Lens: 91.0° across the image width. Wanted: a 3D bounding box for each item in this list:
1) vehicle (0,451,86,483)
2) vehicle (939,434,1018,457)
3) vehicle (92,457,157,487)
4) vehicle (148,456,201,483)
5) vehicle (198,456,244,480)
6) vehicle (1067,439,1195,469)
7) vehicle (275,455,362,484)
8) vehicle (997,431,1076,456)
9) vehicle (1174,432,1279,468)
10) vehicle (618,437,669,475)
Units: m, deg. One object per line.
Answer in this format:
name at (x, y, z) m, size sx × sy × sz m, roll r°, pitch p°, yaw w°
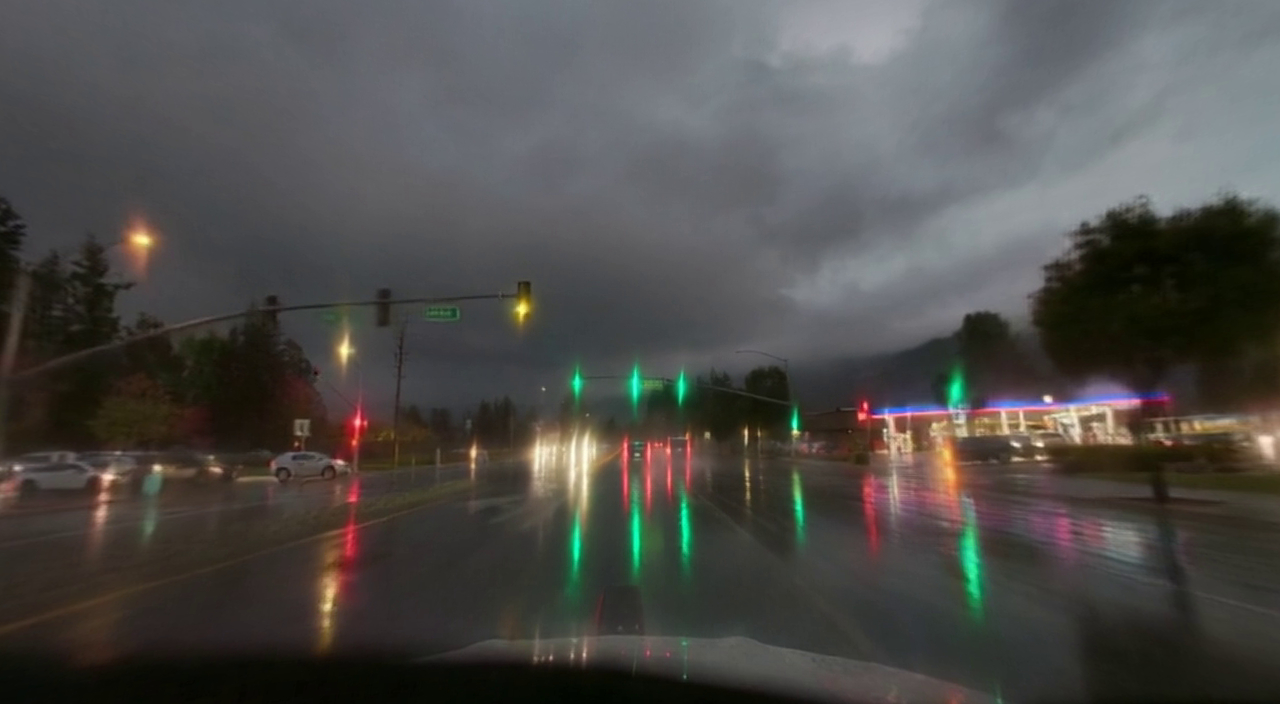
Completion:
vehicle at (-34.917, 6.524, 35.878) m, size 4.532 × 1.701 × 2.214 m, roll 0°, pitch -9°, yaw 2°
vehicle at (25.869, 7.158, 48.250) m, size 1.941 × 1.641 × 4.829 m, roll 7°, pitch -11°, yaw -39°
vehicle at (-28.614, 6.597, 34.873) m, size 4.436 × 1.464 × 1.999 m, roll -8°, pitch -11°, yaw 41°
vehicle at (-28.432, 7.126, 38.343) m, size 2.022 × 1.455 × 4.478 m, roll 8°, pitch -11°, yaw -42°
vehicle at (-28.199, 7.751, 42.308) m, size 1.953 × 1.415 × 4.553 m, roll 7°, pitch -11°, yaw -40°
vehicle at (24.842, 5.168, 31.971) m, size 4.788 × 1.481 × 1.959 m, roll 0°, pitch -9°, yaw 2°
vehicle at (-18.839, 6.870, 37.291) m, size 2.311 × 1.485 × 5.817 m, roll 0°, pitch -8°, yaw -2°
vehicle at (29.858, 6.920, 47.527) m, size 1.958 × 1.759 × 4.517 m, roll 7°, pitch -11°, yaw -39°
vehicle at (30.344, 4.969, 31.957) m, size 4.551 × 1.707 × 1.937 m, roll 0°, pitch -9°, yaw 3°
vehicle at (0.134, 4.685, 28.492) m, size 2.145 × 1.572 × 4.021 m, roll 0°, pitch -9°, yaw 0°
